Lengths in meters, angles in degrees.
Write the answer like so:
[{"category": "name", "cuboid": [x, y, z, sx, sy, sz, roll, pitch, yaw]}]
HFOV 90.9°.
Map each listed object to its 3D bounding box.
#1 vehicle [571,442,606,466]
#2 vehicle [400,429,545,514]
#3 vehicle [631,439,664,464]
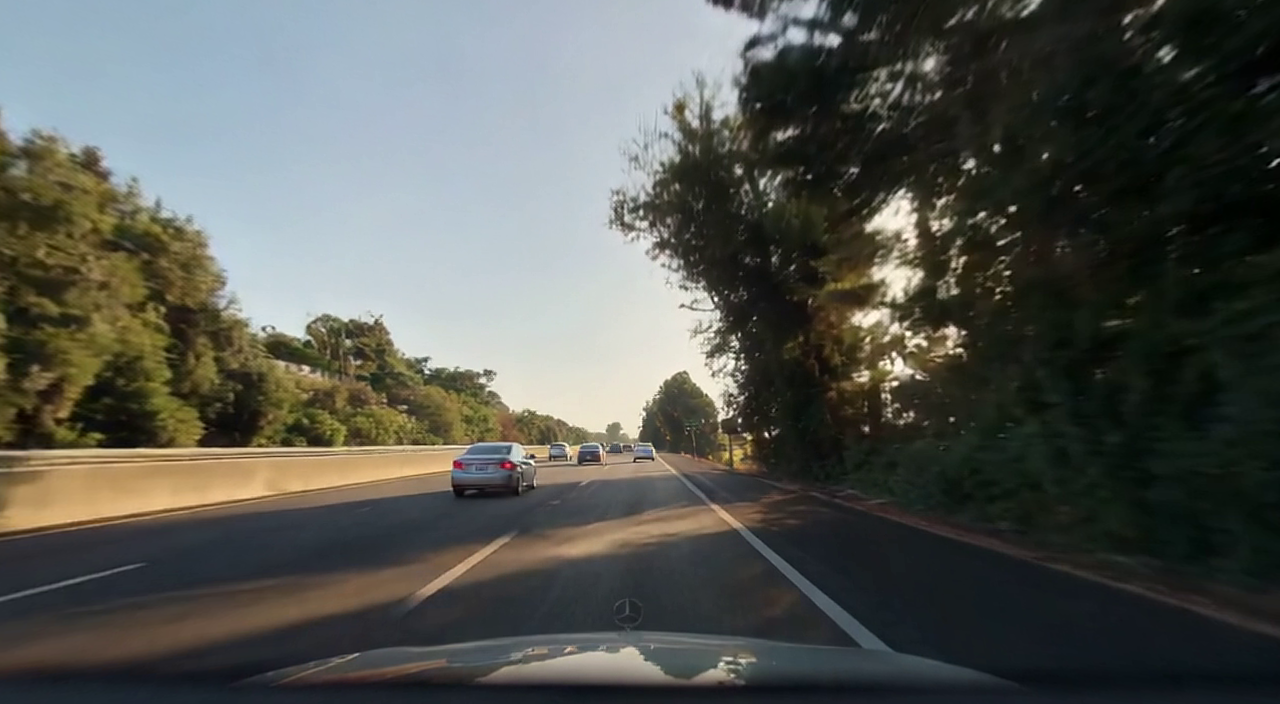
[{"category": "vehicle", "cuboid": [-3.432, 6.905, 42.926, 2.066, 1.497, 4.253, 0, -8, 0]}, {"category": "vehicle", "cuboid": [-3.572, 2.631, 14.432, 2.028, 1.634, 4.441, 0, -8, 1]}, {"category": "vehicle", "cuboid": [0.483, 7.049, 44.948, 2.259, 1.697, 4.106, 0, -8, -1]}]
